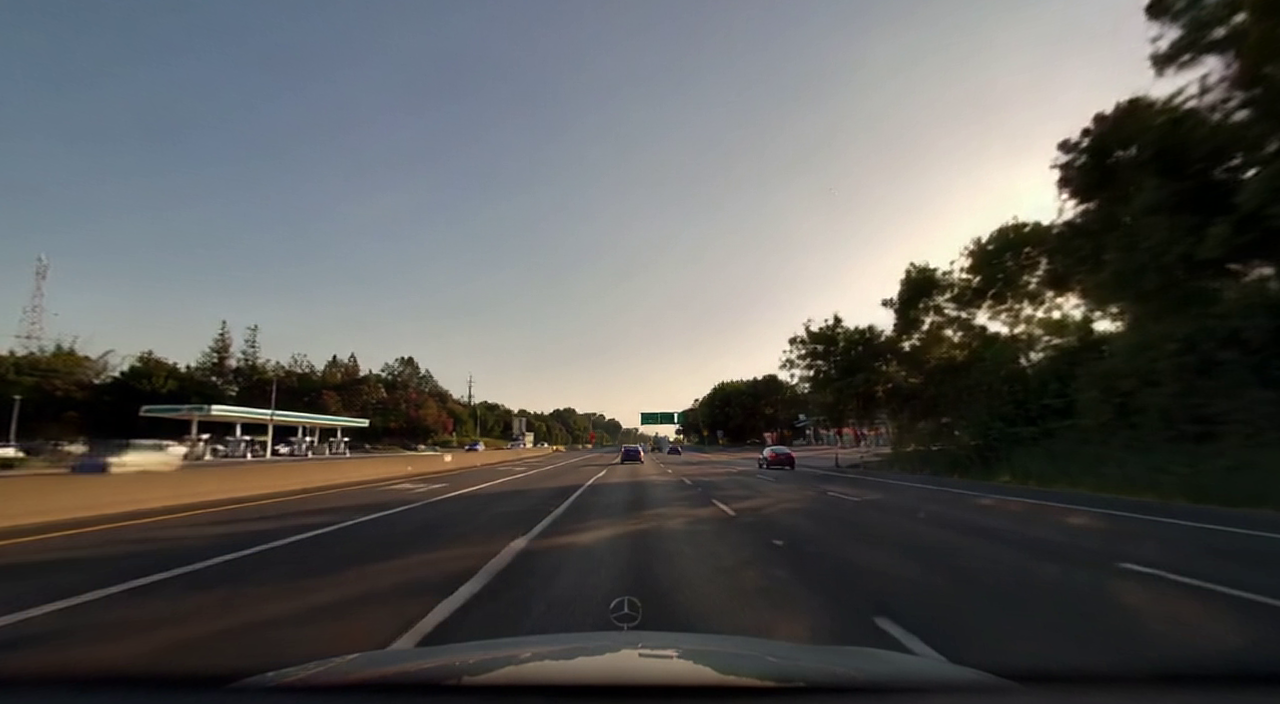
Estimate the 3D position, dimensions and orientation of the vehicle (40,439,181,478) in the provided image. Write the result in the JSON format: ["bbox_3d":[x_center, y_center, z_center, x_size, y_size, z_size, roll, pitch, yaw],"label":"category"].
[{"bbox_3d":[-22.316,4.502,26.872,1.920,1.509,4.649,0,-9,0],"label":"vehicle"}]

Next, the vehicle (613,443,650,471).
[{"bbox_3d":[-0.491,5.925,35.690,1.999,1.473,4.351,0,-9,-1],"label":"vehicle"}]

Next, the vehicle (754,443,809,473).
[{"bbox_3d":[7.473,5.635,33.730,1.867,1.463,4.295,0,-9,-1],"label":"vehicle"}]
